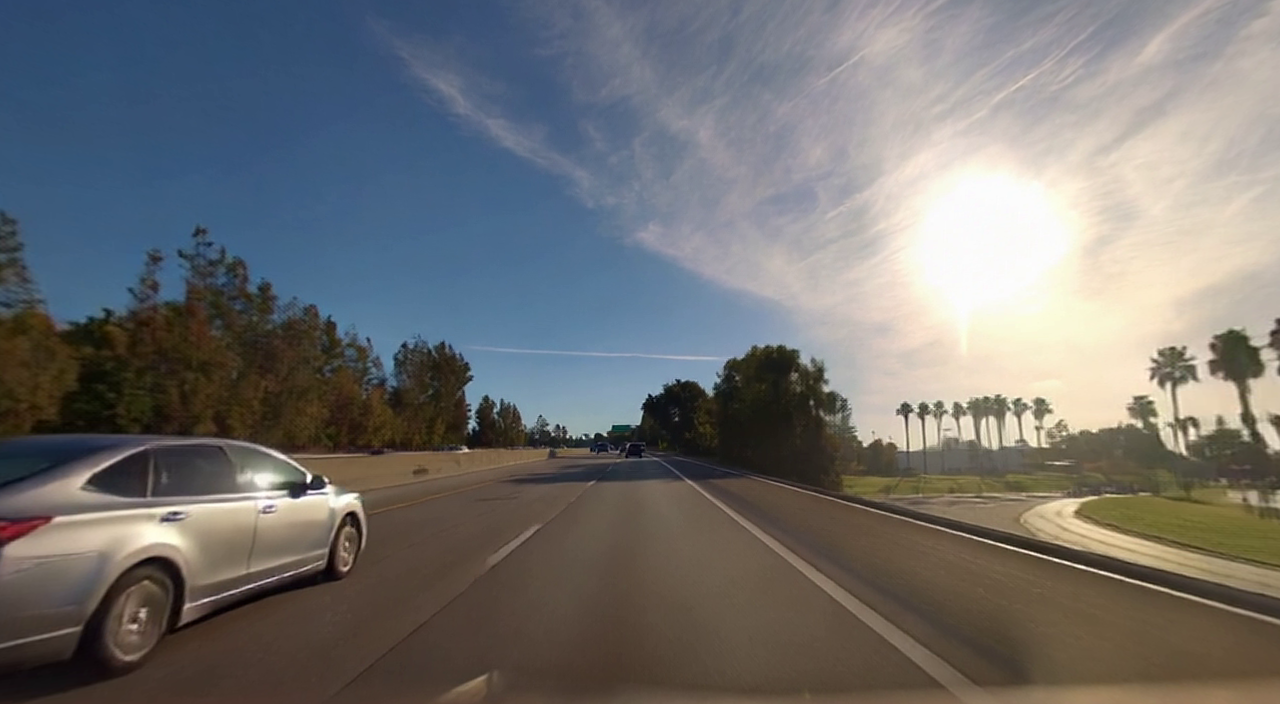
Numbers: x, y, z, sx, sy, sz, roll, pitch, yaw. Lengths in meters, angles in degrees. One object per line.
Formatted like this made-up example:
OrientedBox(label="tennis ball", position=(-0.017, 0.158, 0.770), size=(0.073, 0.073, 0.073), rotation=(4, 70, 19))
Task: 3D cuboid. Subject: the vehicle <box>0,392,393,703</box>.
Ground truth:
OrientedBox(label="vehicle", position=(-3.712, 1.186, 4.227), size=(2.092, 1.562, 4.748), rotation=(0, -8, 1))
